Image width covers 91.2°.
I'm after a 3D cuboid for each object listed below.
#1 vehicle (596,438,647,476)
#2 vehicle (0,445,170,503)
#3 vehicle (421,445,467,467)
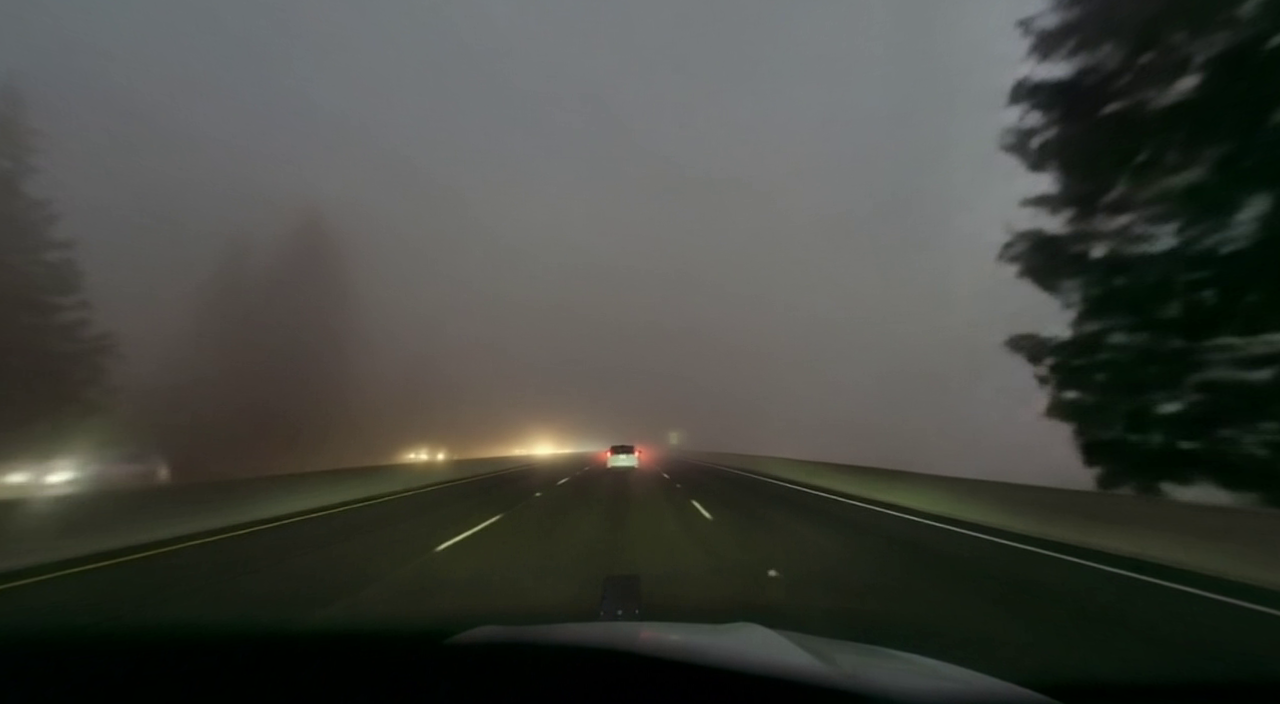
[{"bbox_3d":[-0.792,4.603,27.615,2.095,1.537,4.017,0,-9,-1],"label":"vehicle"},{"bbox_3d":[-17.597,3.797,19.953,1.919,1.589,4.272,0,-9,-1],"label":"vehicle"},{"bbox_3d":[-13.962,7.403,44.853,1.882,1.474,4.369,-1,-9,-1],"label":"vehicle"}]
